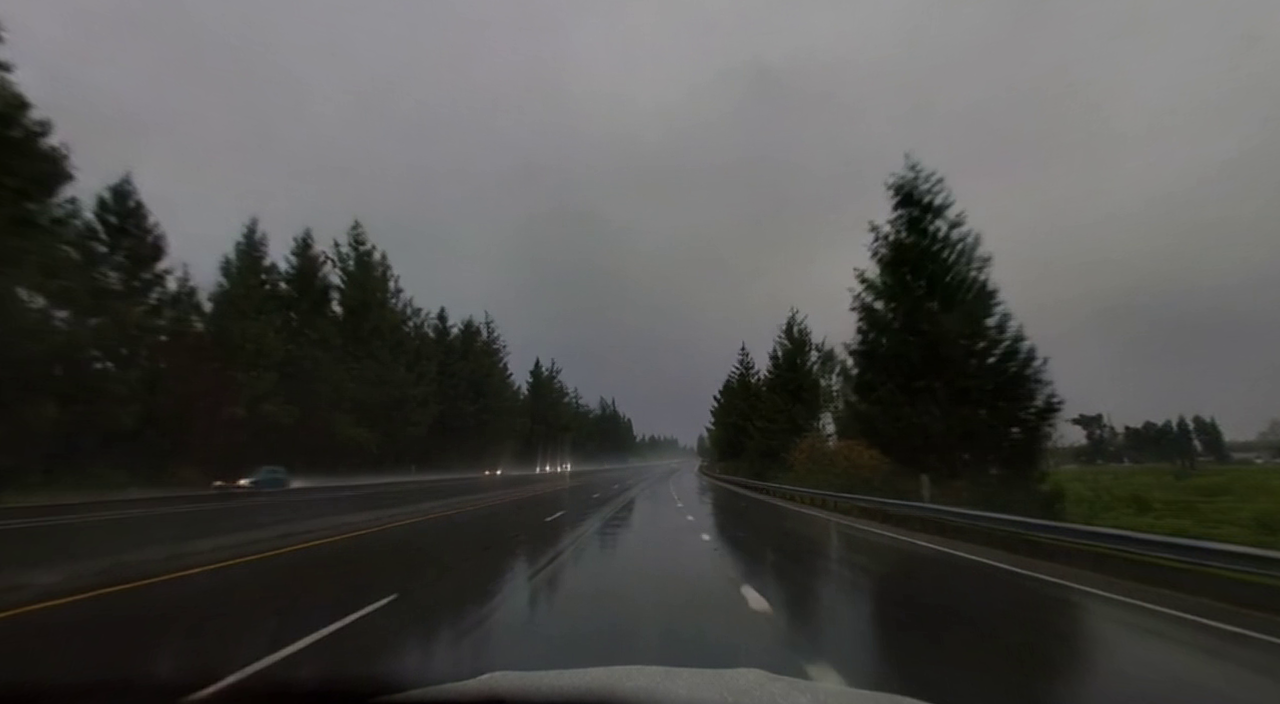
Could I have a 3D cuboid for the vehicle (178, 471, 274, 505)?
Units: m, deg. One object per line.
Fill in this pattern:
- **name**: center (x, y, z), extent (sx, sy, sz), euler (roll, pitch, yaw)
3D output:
- **vehicle**: center (-20.539, 6.722, 31.384), extent (1.797, 1.516, 4.232), euler (1, -10, 1)
